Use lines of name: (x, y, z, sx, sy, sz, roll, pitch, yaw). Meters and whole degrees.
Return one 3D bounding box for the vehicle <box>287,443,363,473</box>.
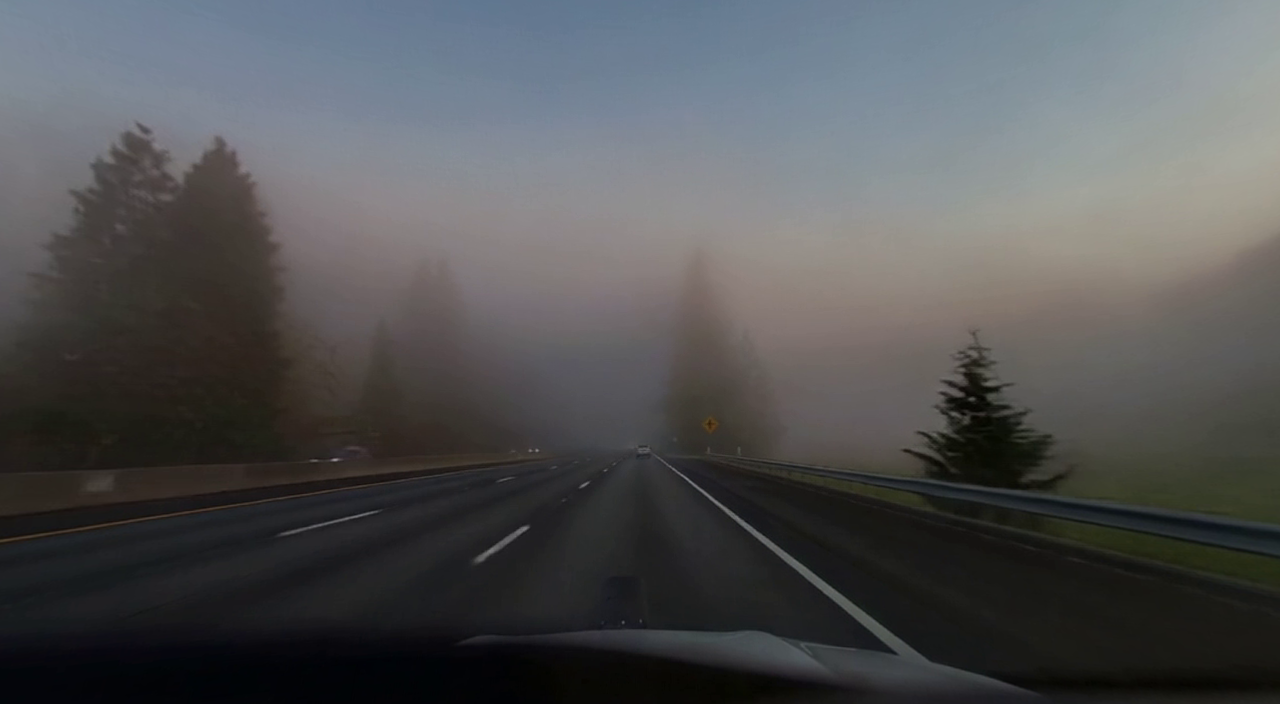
vehicle: (-17.174, 5.768, 34.677, 1.869, 1.522, 4.318, 0, -8, 1)
